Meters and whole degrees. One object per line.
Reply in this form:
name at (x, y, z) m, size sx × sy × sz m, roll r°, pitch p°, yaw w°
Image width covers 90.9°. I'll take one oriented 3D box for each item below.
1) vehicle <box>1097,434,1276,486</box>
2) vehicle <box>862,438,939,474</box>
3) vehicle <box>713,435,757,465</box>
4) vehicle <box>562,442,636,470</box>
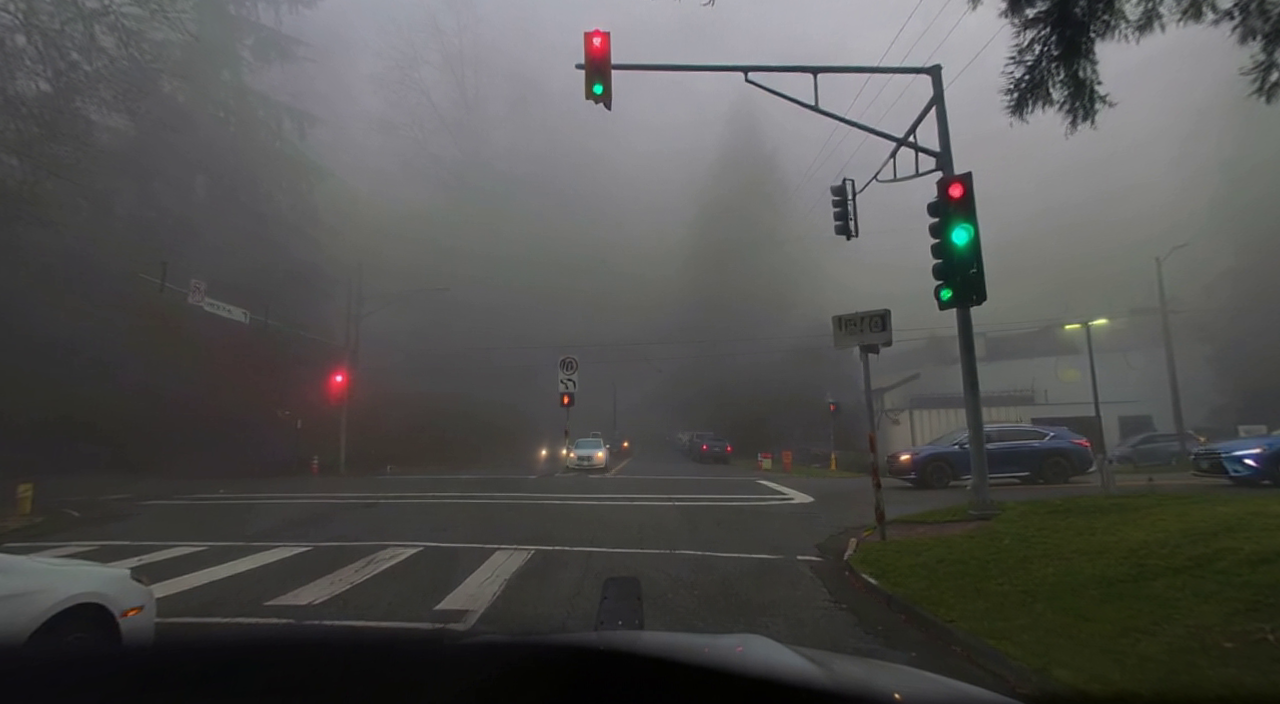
vehicle at (16.794, 3.321, 19.524) m, size 3.876 × 1.512 × 1.784 m, roll 0°, pitch -8°, yaw -1°
vehicle at (12.389, 5.039, 30.269) m, size 1.922 × 1.529 × 3.964 m, roll 0°, pitch -12°, yaw -1°
vehicle at (6.933, 7.136, 46.165) m, size 1.491 × 2.041 × 2.964 m, roll 6°, pitch -9°, yaw -35°
vehicle at (-2.447, 6.152, 37.557) m, size 3.991 × 1.526 × 1.868 m, roll -4°, pitch -9°, yaw 30°
